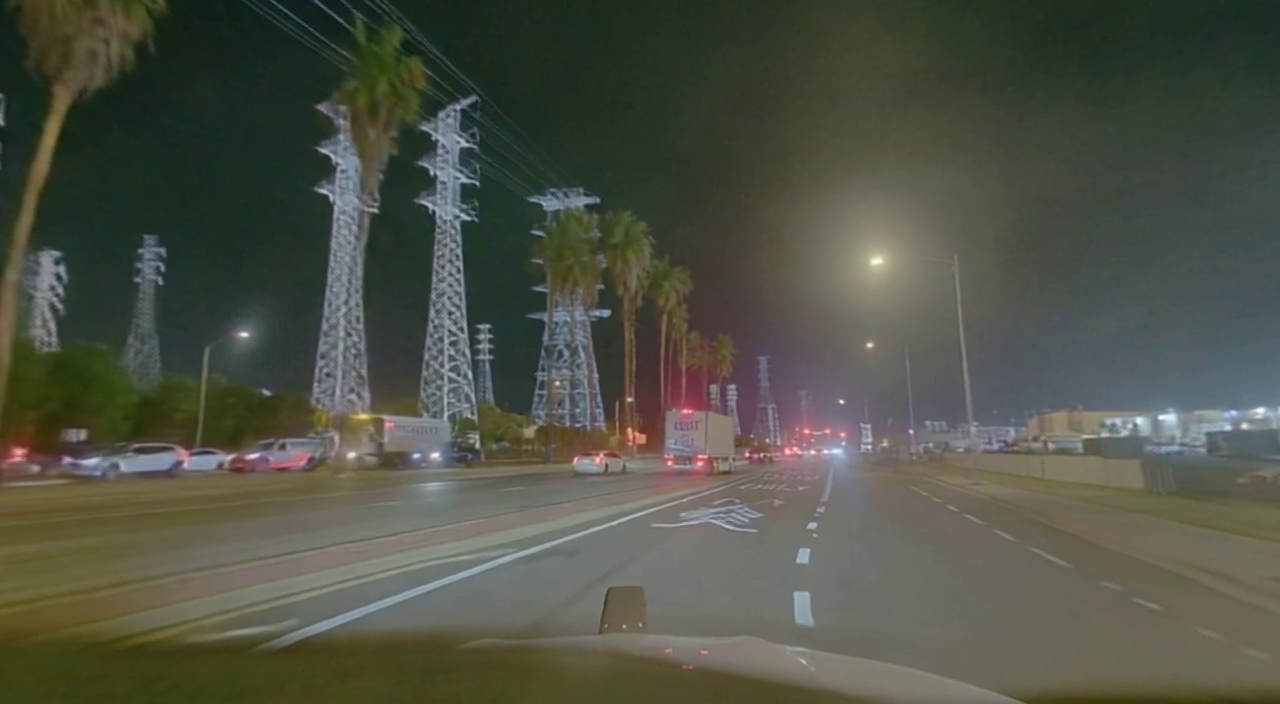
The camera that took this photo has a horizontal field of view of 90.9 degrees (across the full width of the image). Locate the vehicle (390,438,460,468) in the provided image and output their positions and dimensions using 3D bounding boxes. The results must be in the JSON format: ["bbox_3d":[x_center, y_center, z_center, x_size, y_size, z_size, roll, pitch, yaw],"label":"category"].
[{"bbox_3d":[-12.964,6.110,38.353,1.751,1.639,4.434,-5,-10,16],"label":"vehicle"}]

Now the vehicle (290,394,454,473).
[{"bbox_3d":[-16.207,5.447,39.720,2.907,3.760,11.193,-5,-14,15],"label":"vehicle"}]

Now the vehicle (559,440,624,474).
[{"bbox_3d":[-2.980,6.708,40.586,2.266,1.950,5.866,-3,-9,16],"label":"vehicle"}]

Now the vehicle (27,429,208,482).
[{"bbox_3d":[-17.900,3.701,21.939,1.785,1.502,4.457,-6,-14,17],"label":"vehicle"}]

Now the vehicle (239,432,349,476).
[{"bbox_3d":[-15.920,4.823,29.352,1.833,1.578,4.412,-11,-15,17],"label":"vehicle"}]

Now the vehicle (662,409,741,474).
[{"bbox_3d":[4.599,6.281,44.096,2.903,3.933,11.567,-3,-9,18],"label":"vehicle"}]
